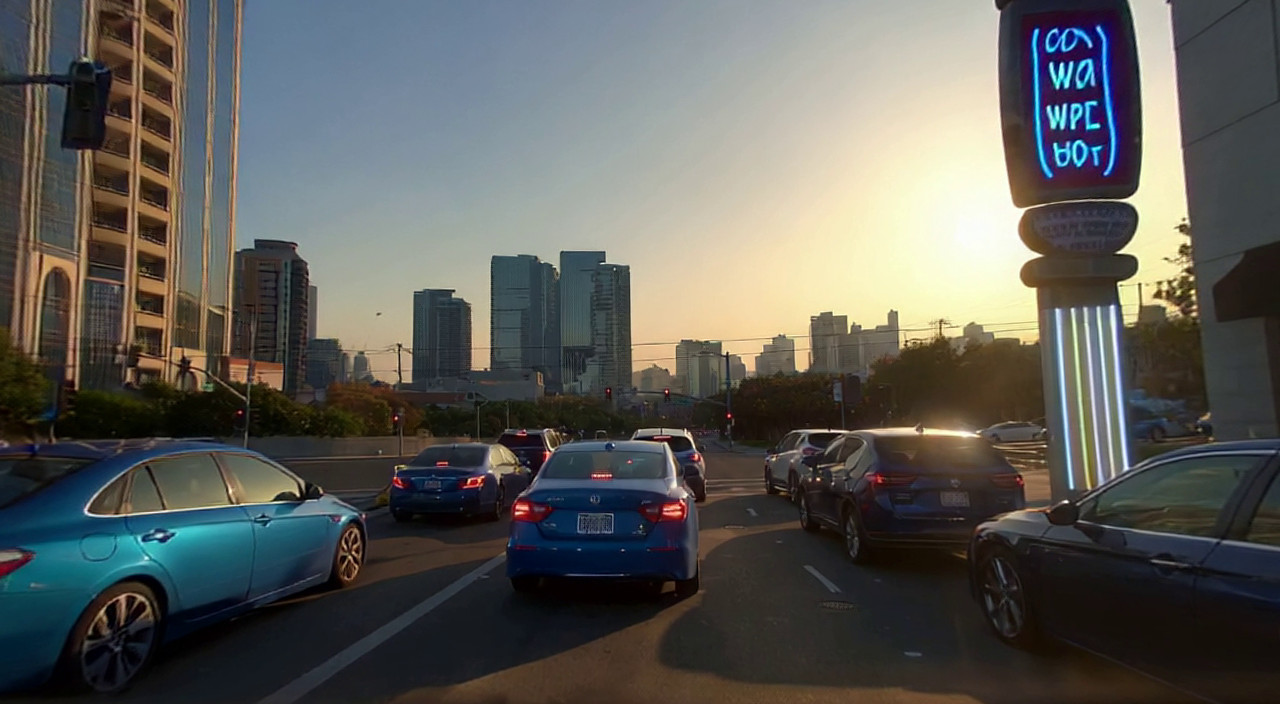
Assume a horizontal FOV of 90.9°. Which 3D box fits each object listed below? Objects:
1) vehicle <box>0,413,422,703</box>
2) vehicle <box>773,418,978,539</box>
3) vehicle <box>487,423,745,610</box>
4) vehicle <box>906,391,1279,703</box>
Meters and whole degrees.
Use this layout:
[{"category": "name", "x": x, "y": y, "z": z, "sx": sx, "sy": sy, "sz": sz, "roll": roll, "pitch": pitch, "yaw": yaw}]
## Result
[{"category": "vehicle", "x": -3.414, "y": 1.298, "z": 4.718, "sx": 1.980, "sy": 1.454, "sz": 4.226, "roll": 0, "pitch": -8, "yaw": 1}, {"category": "vehicle", "x": 3.764, "y": 2.101, "z": 11.025, "sx": 2.007, "sy": 1.683, "sz": 4.171, "roll": 0, "pitch": -8, "yaw": 1}, {"category": "vehicle", "x": -0.181, "y": 1.620, "z": 7.121, "sx": 2.059, "sy": 1.477, "sz": 3.988, "roll": 0, "pitch": -8, "yaw": 0}, {"category": "vehicle", "x": 3.400, "y": 1.068, "z": 3.490, "sx": 1.981, "sy": 1.499, "sz": 4.536, "roll": -1, "pitch": -8, "yaw": 2}]
